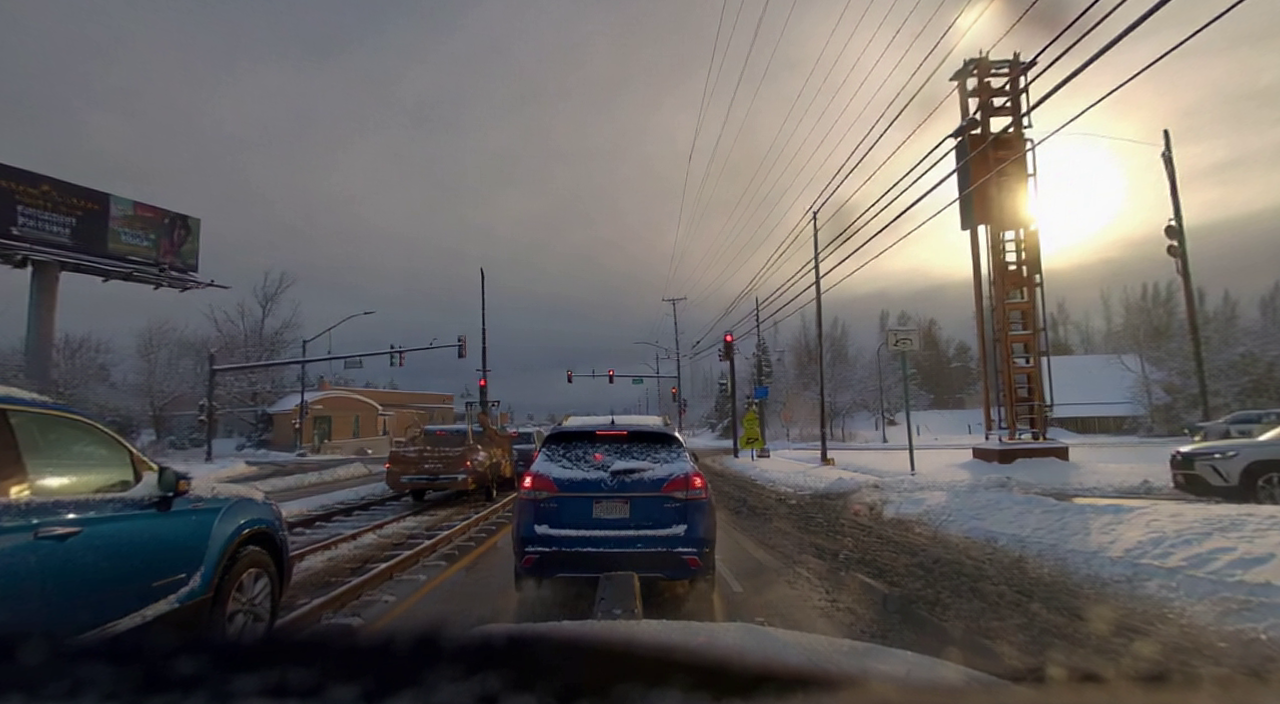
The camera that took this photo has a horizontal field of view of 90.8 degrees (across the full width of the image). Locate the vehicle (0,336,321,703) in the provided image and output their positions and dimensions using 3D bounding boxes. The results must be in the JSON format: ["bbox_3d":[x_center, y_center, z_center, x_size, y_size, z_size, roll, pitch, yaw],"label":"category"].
[{"bbox_3d":[-3.924,0.880,3.086,2.052,1.814,5.184,0,-9,-1],"label":"vehicle"}]

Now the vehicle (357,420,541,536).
[{"bbox_3d":[-3.148,2.182,11.502,1.988,1.678,4.317,0,-9,0],"label":"vehicle"}]

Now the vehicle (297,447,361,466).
[{"bbox_3d":[-24.177,8.089,49.078,4.357,1.444,1.842,-3,-9,19],"label":"vehicle"}]

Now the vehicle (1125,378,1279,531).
[{"bbox_3d":[9.612,1.314,8.189,5.060,1.702,2.033,1,-9,-4],"label":"vehicle"}]

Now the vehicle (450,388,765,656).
[{"bbox_3d":[-0.207,1.373,5.983,2.025,1.723,3.644,0,-9,0],"label":"vehicle"}]
